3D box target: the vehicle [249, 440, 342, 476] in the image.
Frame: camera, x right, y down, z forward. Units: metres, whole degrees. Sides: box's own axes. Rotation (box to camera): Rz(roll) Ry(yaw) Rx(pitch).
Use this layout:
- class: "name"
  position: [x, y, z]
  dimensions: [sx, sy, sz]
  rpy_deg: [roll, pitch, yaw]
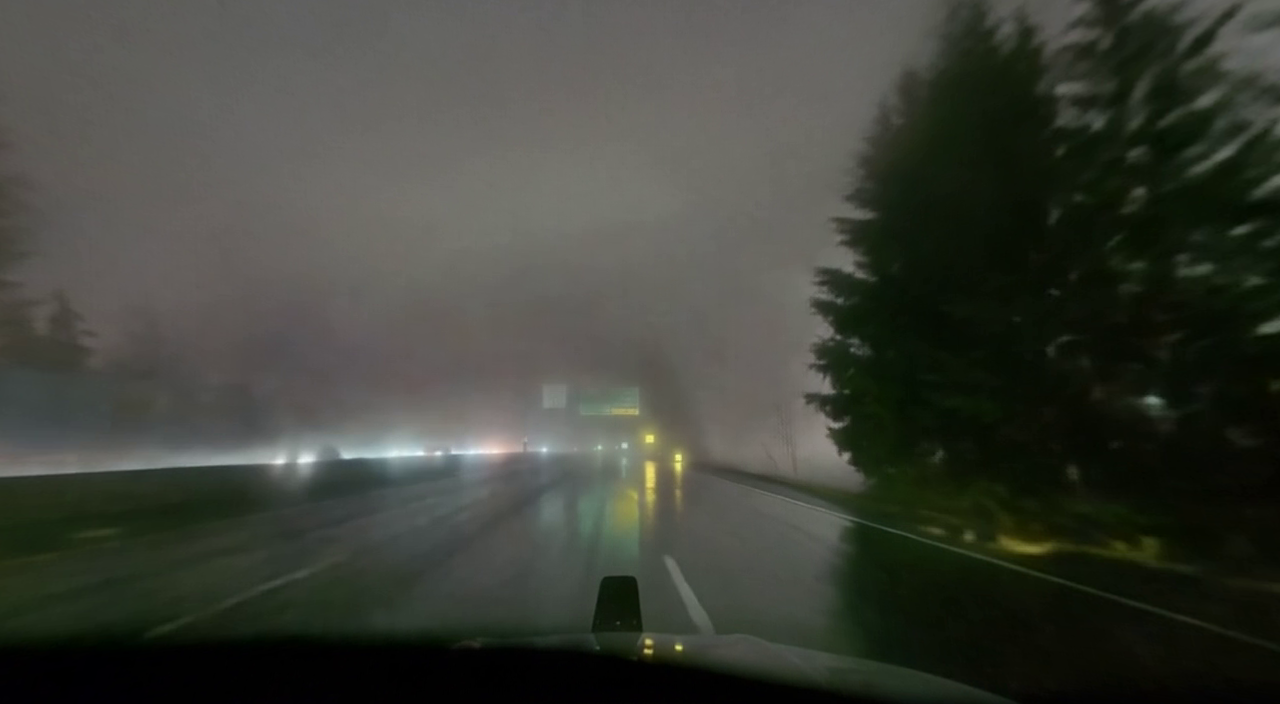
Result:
- class: "vehicle"
  position: [-15.383, 4.754, 28.276]
  dimensions: [1.853, 1.463, 4.476]
  rpy_deg: [0, -9, -3]

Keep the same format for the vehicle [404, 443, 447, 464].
- class: "vehicle"
  position: [-16.545, 7.852, 48.524]
  dimensions: [1.916, 1.524, 4.522]
  rpy_deg: [0, -9, -3]
